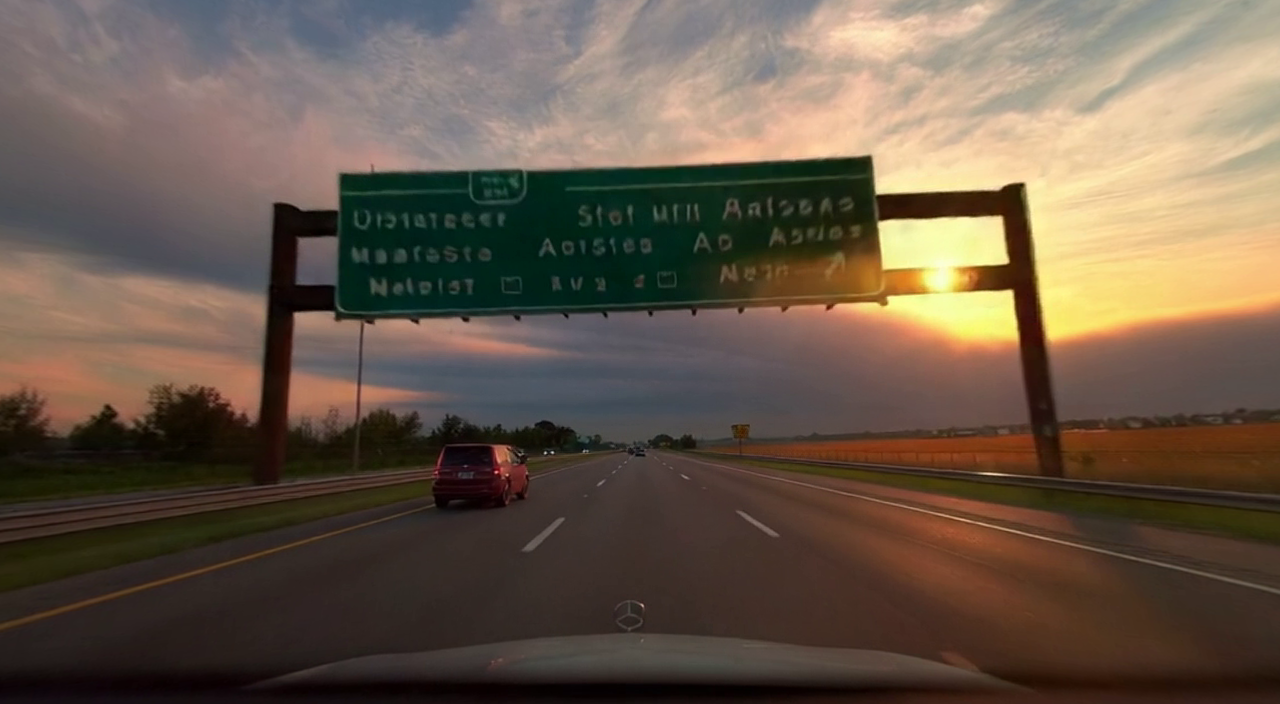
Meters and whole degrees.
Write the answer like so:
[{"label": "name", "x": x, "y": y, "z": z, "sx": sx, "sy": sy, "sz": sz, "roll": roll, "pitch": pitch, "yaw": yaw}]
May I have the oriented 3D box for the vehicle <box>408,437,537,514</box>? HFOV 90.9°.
[{"label": "vehicle", "x": -3.659, "y": 2.764, "z": 14.549, "sx": 1.815, "sy": 1.500, "sz": 4.036, "roll": 0, "pitch": -9, "yaw": 0}]
